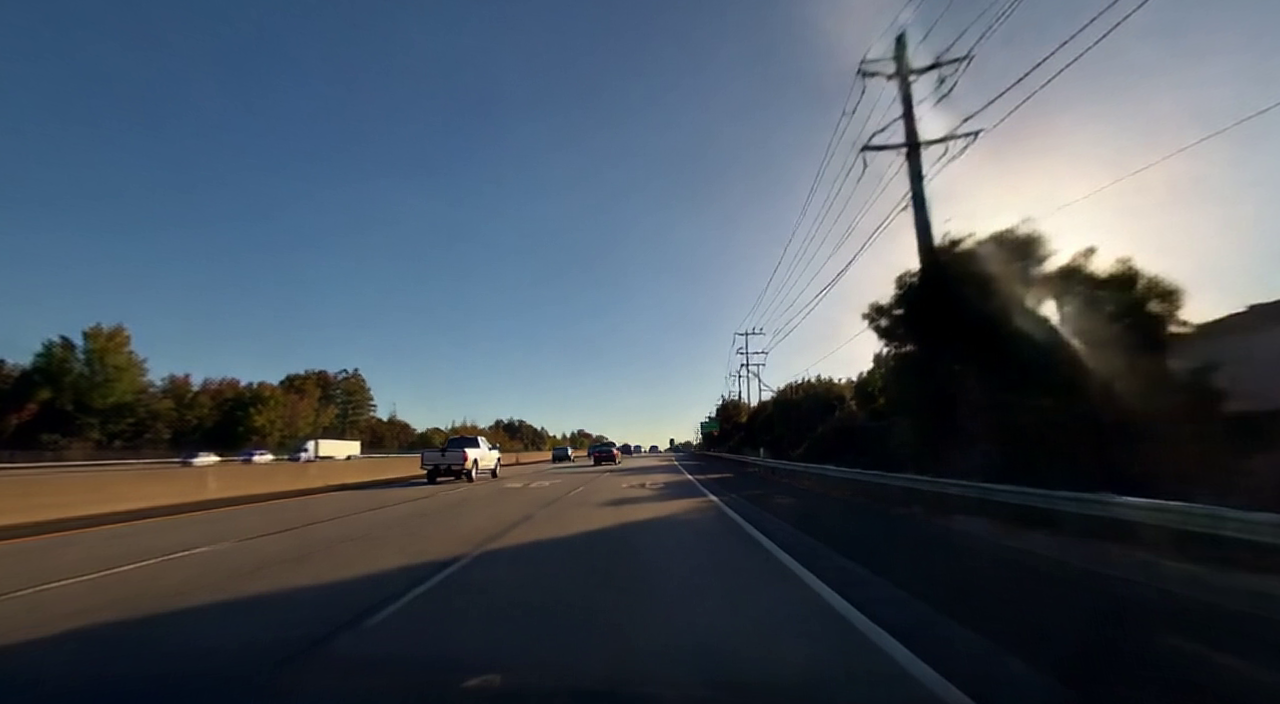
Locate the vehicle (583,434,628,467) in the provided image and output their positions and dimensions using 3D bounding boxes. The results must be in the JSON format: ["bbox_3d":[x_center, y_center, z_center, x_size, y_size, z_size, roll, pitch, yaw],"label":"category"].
[{"bbox_3d":[-2.195,6.491,41.779,2.448,2.025,5.193,-1,-8,3],"label":"vehicle"}]

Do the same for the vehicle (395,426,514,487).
[{"bbox_3d":[-6.790,3.953,24.190,2.460,1.992,6.474,0,-8,1],"label":"vehicle"}]
